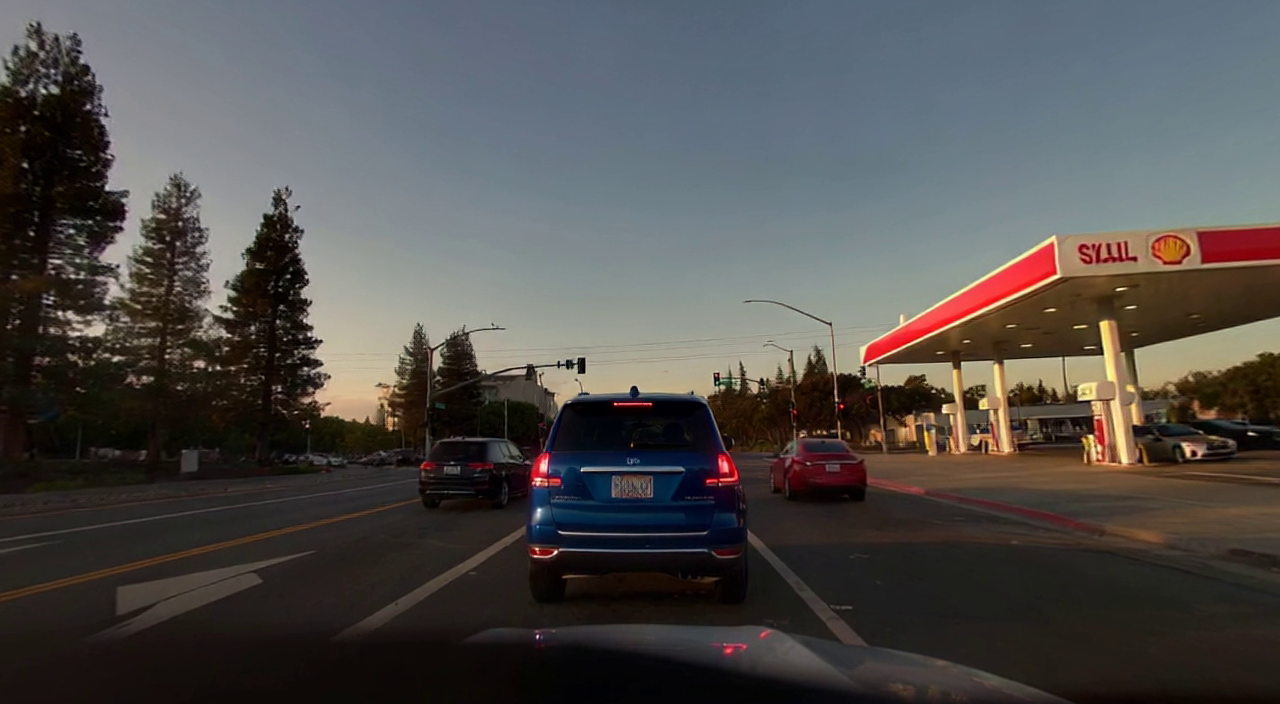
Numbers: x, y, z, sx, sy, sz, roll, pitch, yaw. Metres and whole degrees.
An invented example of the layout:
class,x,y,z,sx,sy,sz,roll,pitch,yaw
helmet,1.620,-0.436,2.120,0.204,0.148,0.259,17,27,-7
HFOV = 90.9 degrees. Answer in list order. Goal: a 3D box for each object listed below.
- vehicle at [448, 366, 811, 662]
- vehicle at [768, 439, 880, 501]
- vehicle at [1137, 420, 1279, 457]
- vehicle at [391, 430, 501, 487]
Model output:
class,x,y,z,sx,sy,sz,roll,pitch,yaw
vehicle,0.011,1.320,6.134,2.236,1.819,4.291,0,-9,2
vehicle,4.937,3.217,17.643,2.041,1.490,4.471,-1,-9,4
vehicle,25.944,3.967,28.775,4.551,1.616,1.973,-2,-9,11
vehicle,-6.635,3.707,22.175,2.065,1.753,4.525,-1,-9,5
